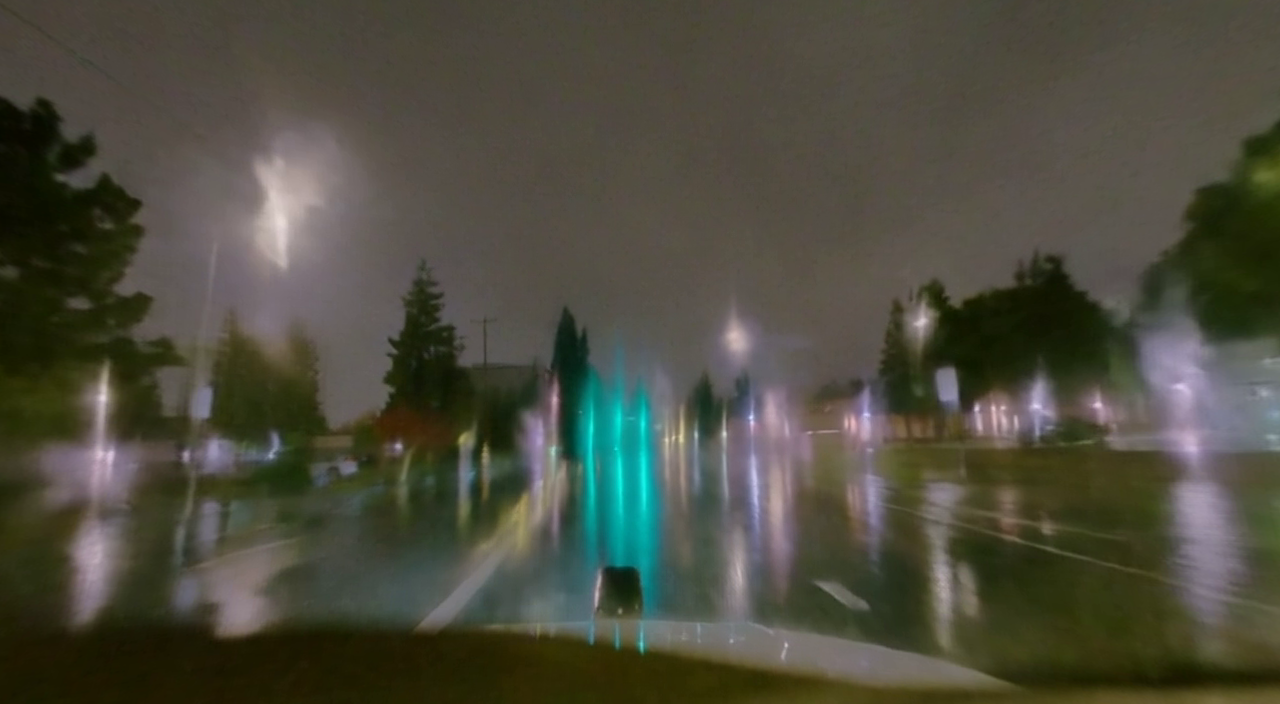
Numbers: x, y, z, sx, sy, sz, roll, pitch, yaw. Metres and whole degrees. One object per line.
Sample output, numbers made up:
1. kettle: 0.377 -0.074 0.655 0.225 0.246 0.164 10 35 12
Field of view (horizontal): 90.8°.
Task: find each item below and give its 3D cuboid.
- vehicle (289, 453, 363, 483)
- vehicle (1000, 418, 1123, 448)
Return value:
1. vehicle: -20.403 7.528 41.278 2.030 1.759 4.949 -1 -9 4
2. vehicle: 20.483 3.996 30.868 4.621 1.393 1.824 -1 -9 4
